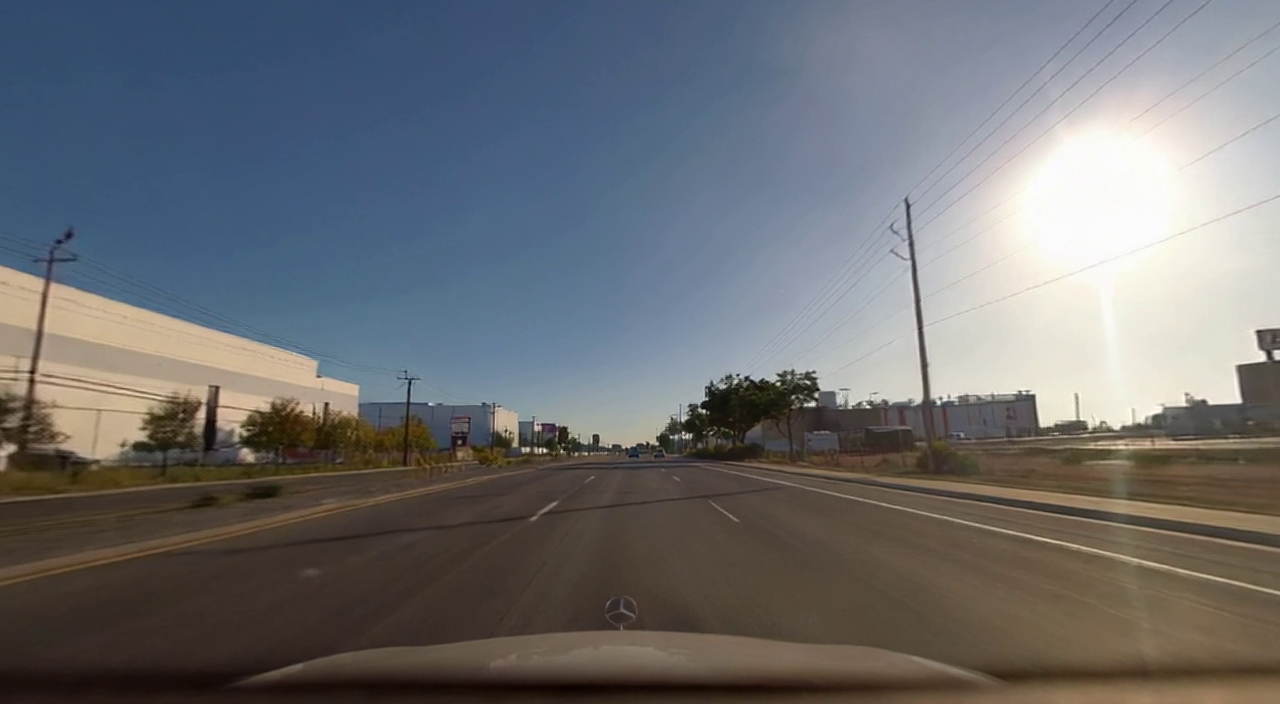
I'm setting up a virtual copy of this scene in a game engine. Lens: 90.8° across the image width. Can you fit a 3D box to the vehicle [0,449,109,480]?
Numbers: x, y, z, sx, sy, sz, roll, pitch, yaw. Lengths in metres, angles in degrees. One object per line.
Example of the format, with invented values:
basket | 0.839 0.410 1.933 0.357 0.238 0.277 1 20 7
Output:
vehicle | -45.169 8.493 47.966 6.764 2.228 2.967 1 -9 -3
